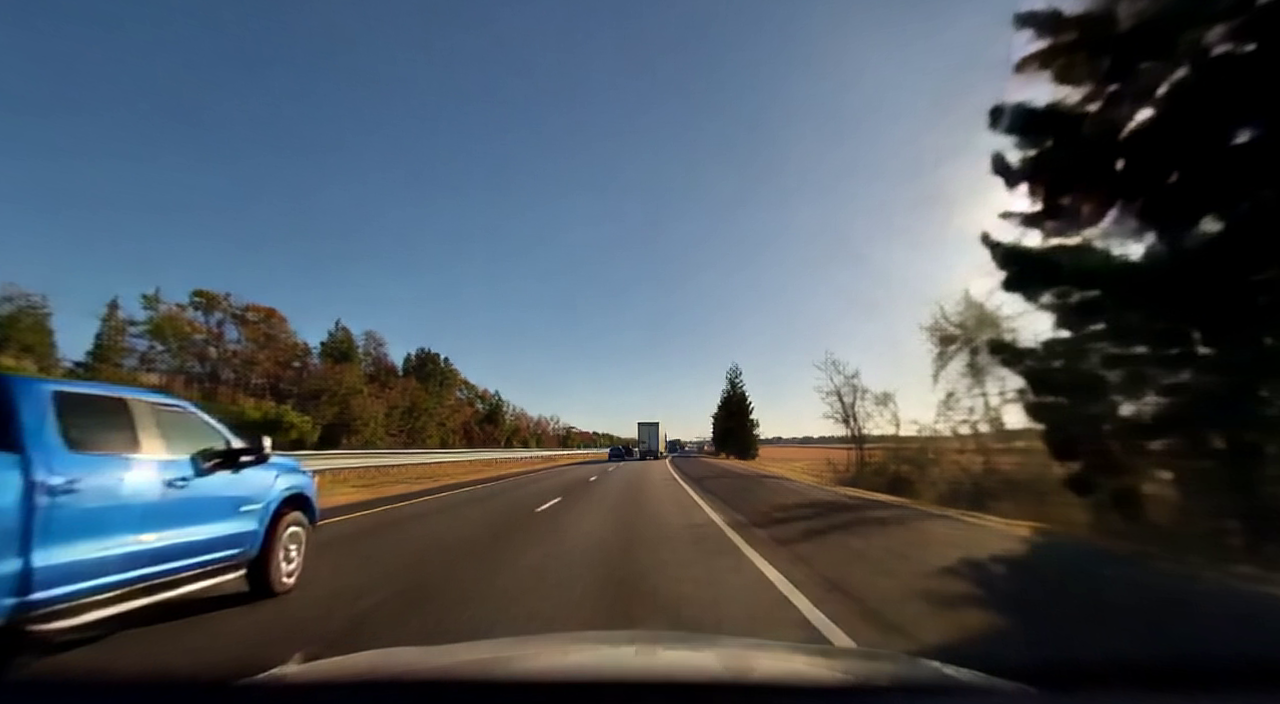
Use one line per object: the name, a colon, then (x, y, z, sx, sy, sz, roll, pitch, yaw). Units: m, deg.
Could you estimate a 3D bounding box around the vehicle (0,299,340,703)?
vehicle: (-3.909, 0.746, 3.119, 2.295, 1.815, 4.983, 0, -9, 1)
